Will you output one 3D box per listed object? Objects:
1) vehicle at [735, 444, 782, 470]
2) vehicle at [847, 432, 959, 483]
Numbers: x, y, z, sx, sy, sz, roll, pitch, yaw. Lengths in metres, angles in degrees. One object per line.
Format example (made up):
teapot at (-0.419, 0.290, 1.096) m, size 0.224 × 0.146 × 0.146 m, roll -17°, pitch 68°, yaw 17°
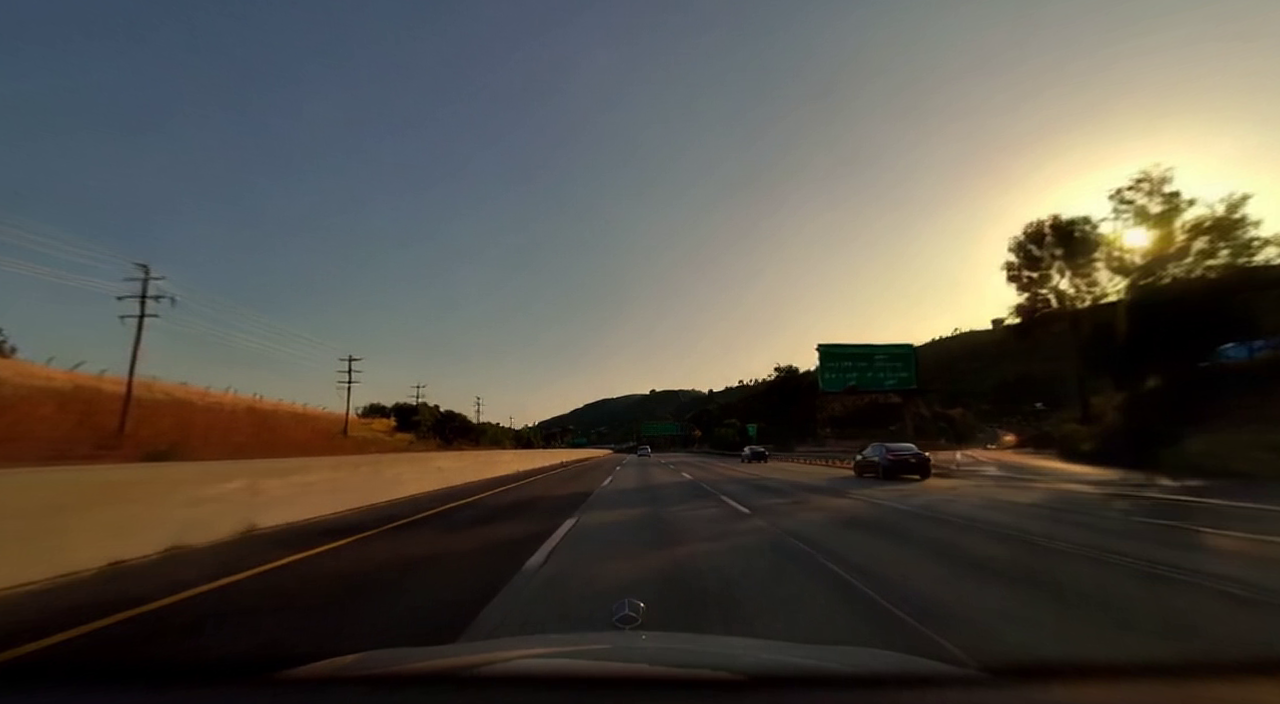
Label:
vehicle at (7.436, 6.608, 39.877) m, size 2.053 × 1.553 × 4.463 m, roll 0°, pitch -9°, yaw 0°
vehicle at (11.058, 4.488, 27.087) m, size 2.387 × 1.936 × 5.646 m, roll 0°, pitch -9°, yaw 0°
